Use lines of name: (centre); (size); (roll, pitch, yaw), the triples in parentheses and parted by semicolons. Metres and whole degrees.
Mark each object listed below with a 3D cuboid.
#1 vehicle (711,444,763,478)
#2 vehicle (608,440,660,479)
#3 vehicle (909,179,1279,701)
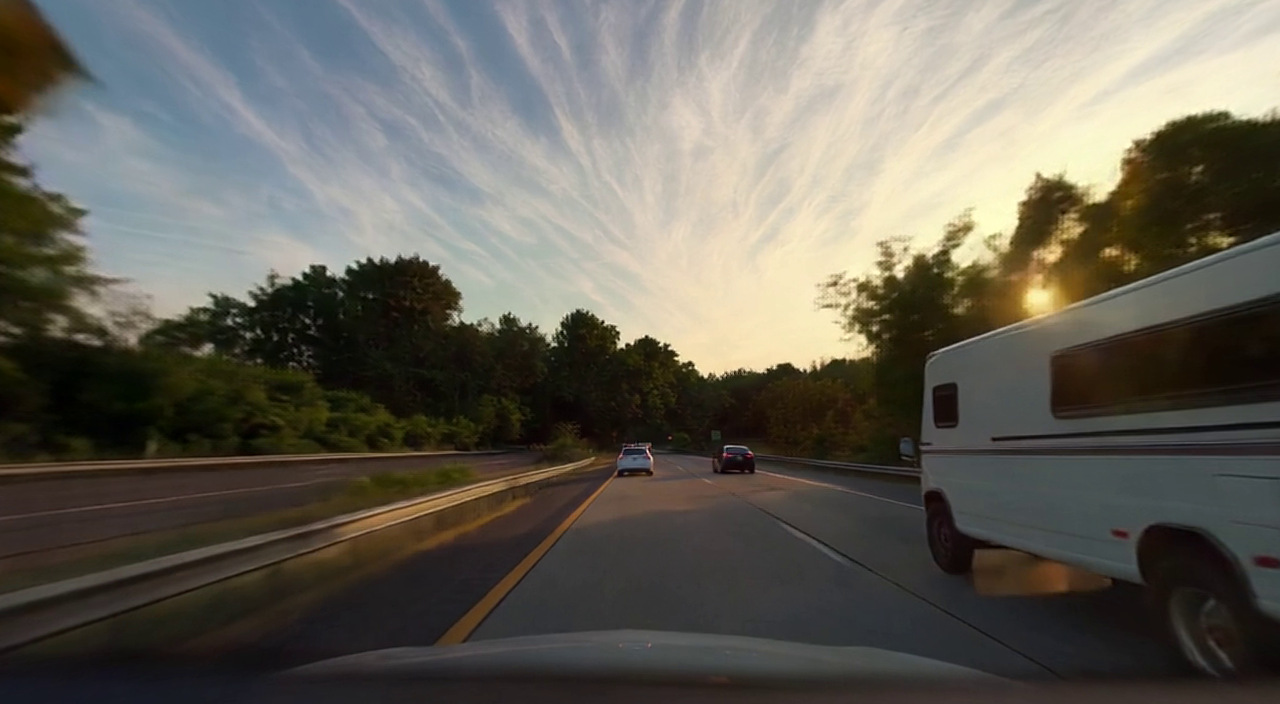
vehicle: (4.317, 4.900, 28.504); (1.757, 1.459, 3.398); (0, -9, -1)
vehicle: (-0.259, 4.703, 27.728); (2.120, 1.575, 4.018); (0, -9, 0)
vehicle: (4.879, 0.660, 4.546); (2.745, 2.832, 7.035); (1, -9, 0)
